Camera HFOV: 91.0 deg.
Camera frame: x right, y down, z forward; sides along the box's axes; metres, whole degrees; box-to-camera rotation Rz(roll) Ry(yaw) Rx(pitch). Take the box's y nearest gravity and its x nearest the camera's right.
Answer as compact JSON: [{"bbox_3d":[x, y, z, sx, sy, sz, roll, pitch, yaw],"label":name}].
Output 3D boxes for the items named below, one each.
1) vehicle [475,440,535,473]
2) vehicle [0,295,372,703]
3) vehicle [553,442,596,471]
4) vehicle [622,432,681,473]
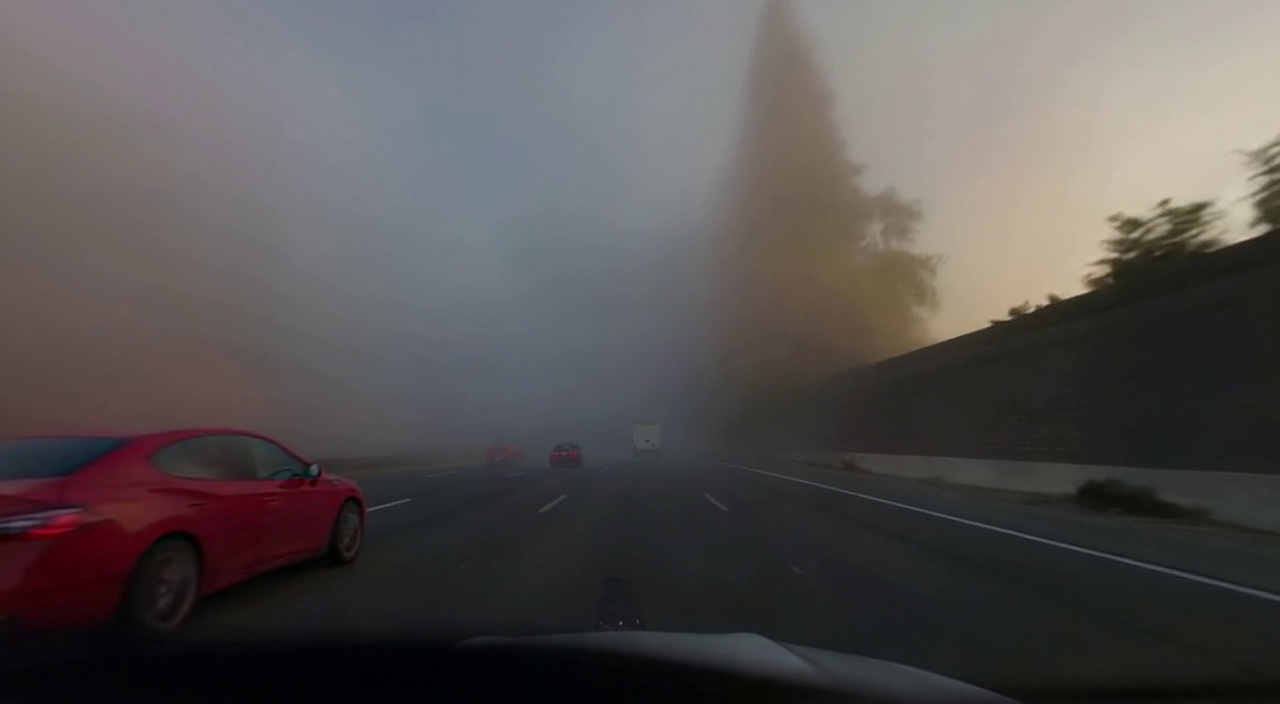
[{"bbox_3d":[-7.301,5.682,34.506,2.189,1.673,4.699,0,-9,1],"label":"vehicle"},{"bbox_3d":[-4.351,0.920,4.373,2.368,2.003,5.844,0,-9,0],"label":"vehicle"},{"bbox_3d":[-3.662,5.955,36.036,2.000,1.512,4.371,0,-9,0],"label":"vehicle"},{"bbox_3d":[0.539,5.271,33.174,2.856,1.994,4.931,0,-9,0],"label":"vehicle"}]
